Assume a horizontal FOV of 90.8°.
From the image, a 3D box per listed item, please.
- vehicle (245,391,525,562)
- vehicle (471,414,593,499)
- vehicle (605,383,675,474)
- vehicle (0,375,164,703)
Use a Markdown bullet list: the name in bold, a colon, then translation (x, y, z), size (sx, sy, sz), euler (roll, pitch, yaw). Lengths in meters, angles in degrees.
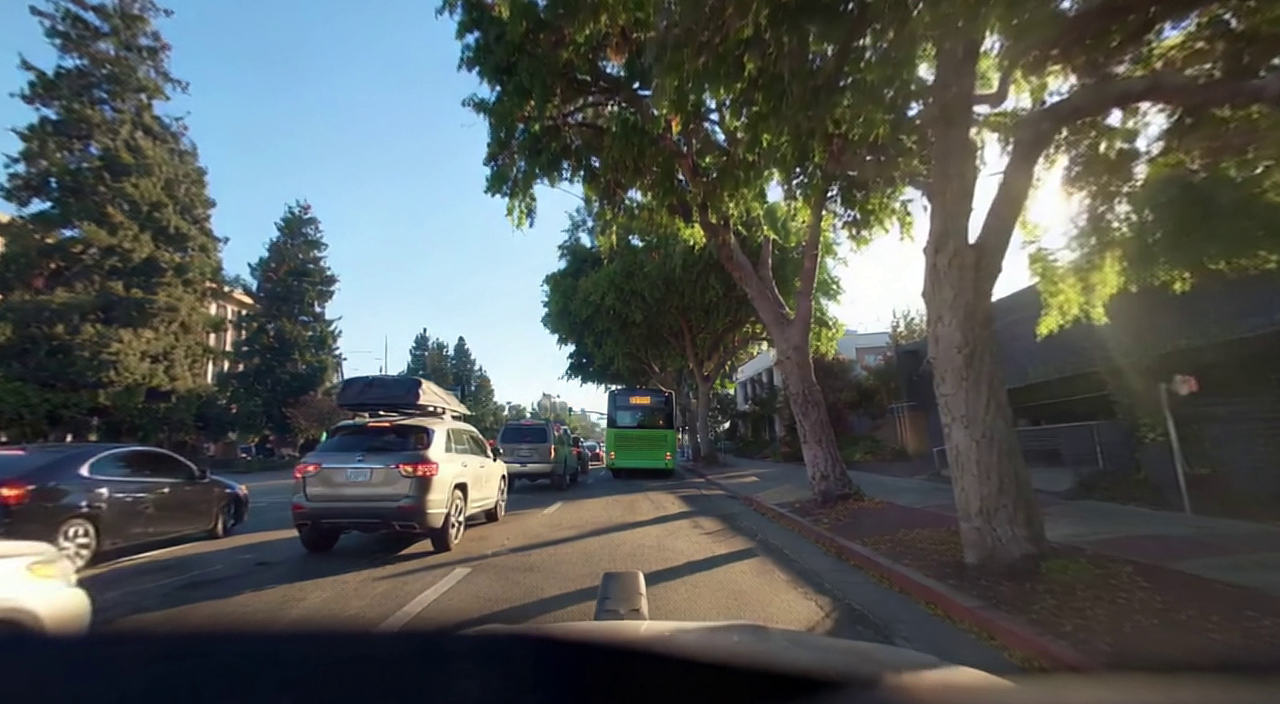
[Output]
- **vehicle**: translation (-3.318, 1.779, 9.657), size (2.095, 1.892, 5.043), euler (0, -9, 1)
- **vehicle**: translation (-2.981, 3.103, 19.099), size (2.546, 2.125, 5.869), euler (0, -9, 1)
- **vehicle**: translation (0.021, 4.180, 33.083), size (2.970, 3.857, 12.200), euler (0, -9, 0)
- **vehicle**: translation (-3.300, 0.647, 0.683), size (2.042, 1.571, 4.475), euler (0, -9, 0)
